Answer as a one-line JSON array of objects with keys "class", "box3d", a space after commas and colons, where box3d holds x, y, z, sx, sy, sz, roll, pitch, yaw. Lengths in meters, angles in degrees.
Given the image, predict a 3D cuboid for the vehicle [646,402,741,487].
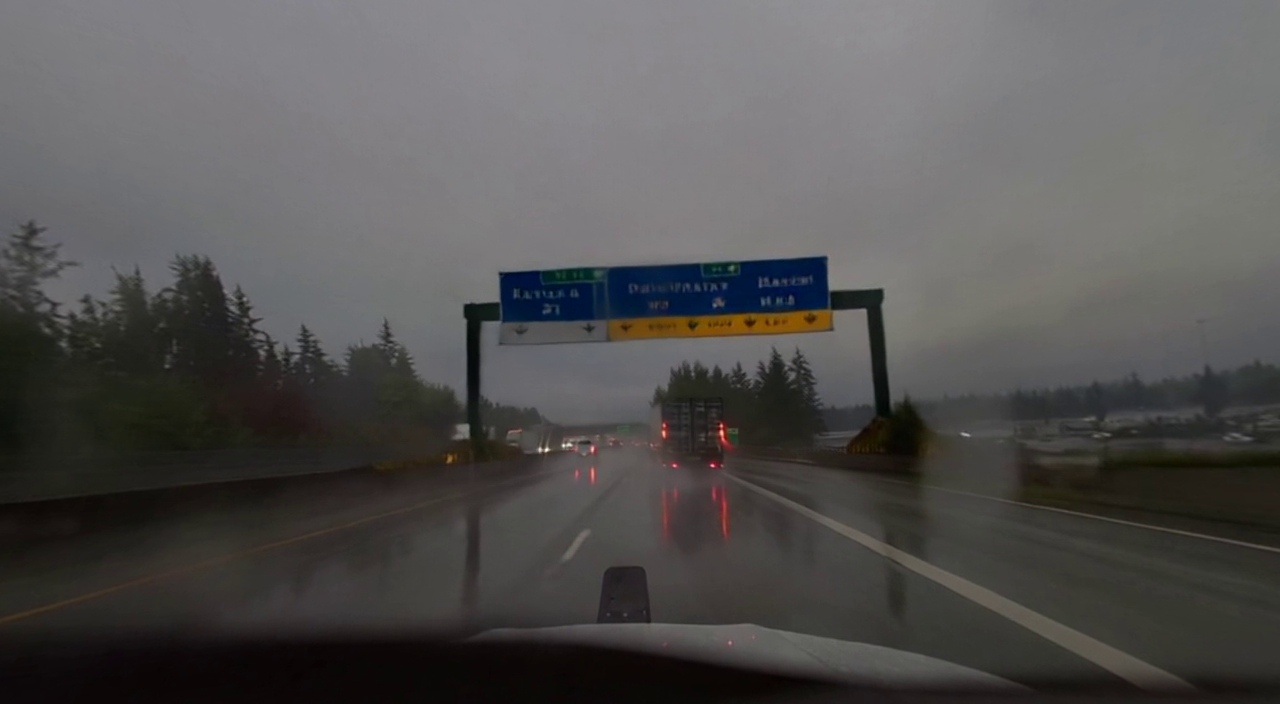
[{"class": "vehicle", "box3d": [1.567, 3.114, 21.280, 2.677, 2.439, 6.402, 0, -8, 0]}]
